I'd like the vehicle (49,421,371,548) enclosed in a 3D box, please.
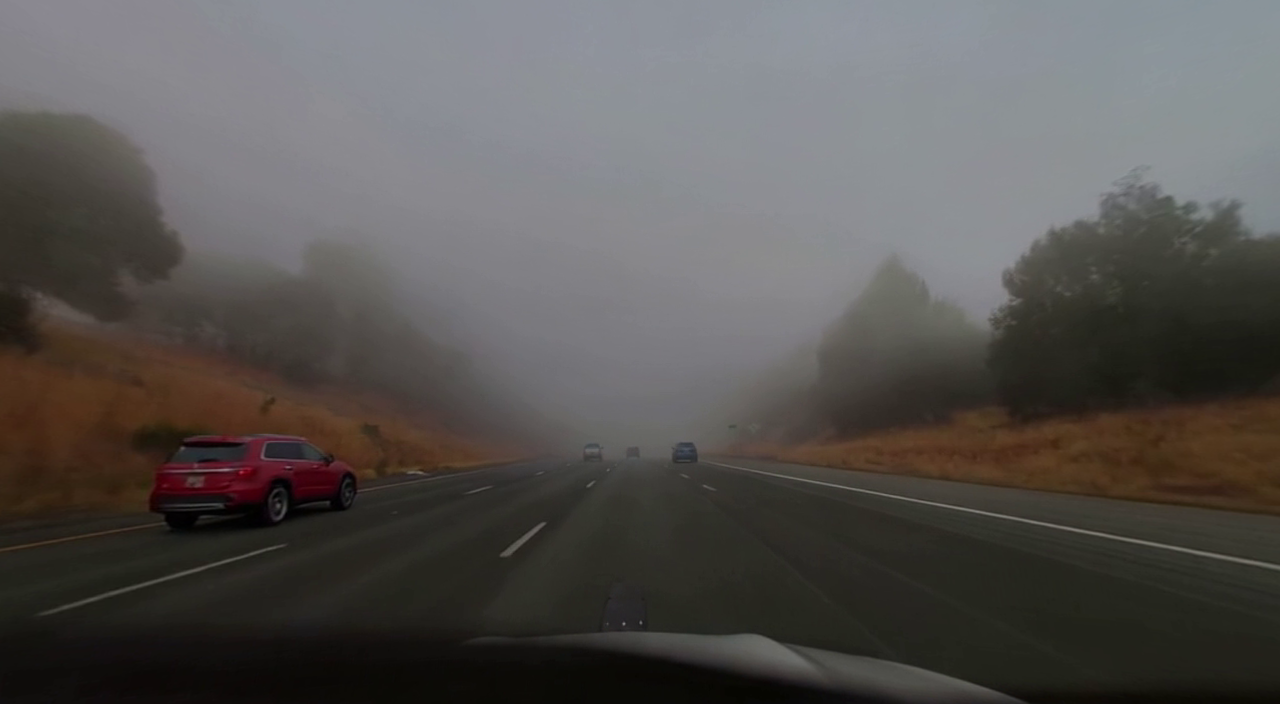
[{"bbox_3d":[-7.103,2.220,11.383,2.285,1.759,4.968,0,-8,0],"label":"vehicle"}]

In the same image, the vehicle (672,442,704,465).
[{"bbox_3d":[3.660,7.887,49.100,1.995,1.712,4.206,0,-8,-2],"label":"vehicle"}]
